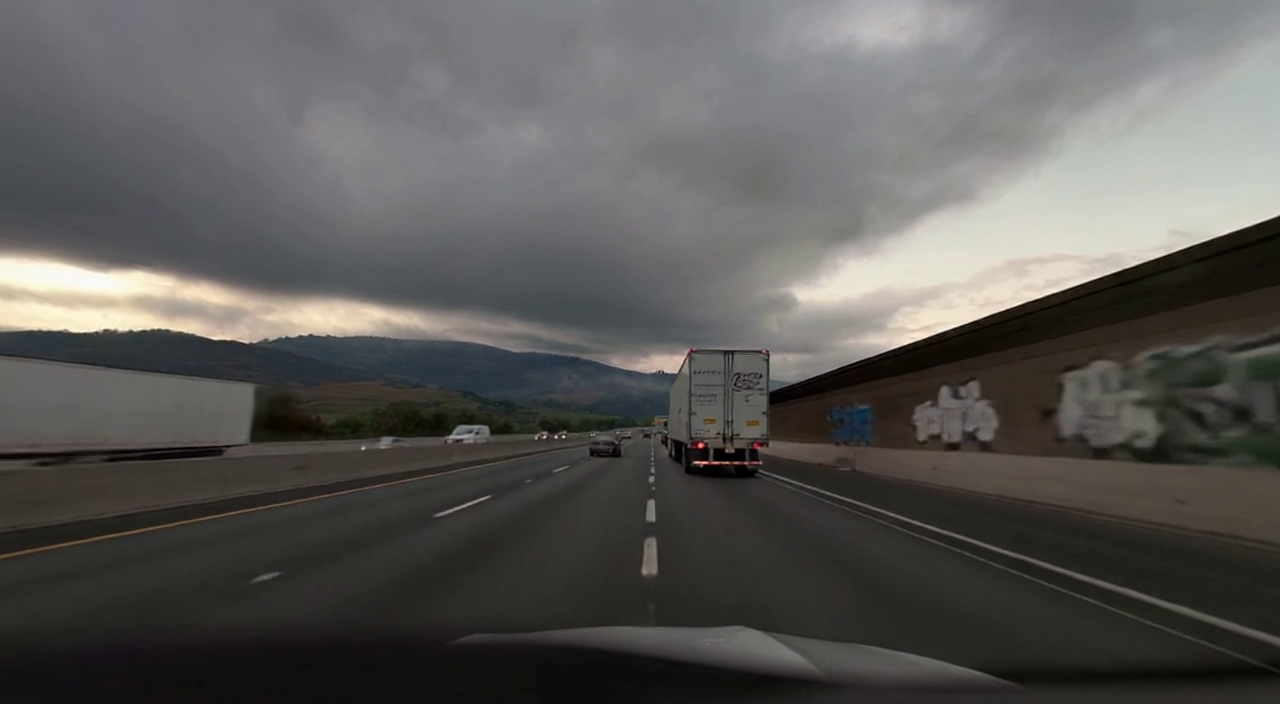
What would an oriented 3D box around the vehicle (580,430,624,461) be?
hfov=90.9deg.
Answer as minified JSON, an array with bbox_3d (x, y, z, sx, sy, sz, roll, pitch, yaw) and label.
[{"bbox_3d":[-1.939,4.948,33.551,1.982,1.535,4.519,0,-8,1],"label":"vehicle"}]

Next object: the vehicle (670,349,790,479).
[{"bbox_3d":[2.854,2.486,23.697,2.921,3.765,10.773,0,-8,0],"label":"vehicle"}]

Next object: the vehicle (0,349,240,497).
[{"bbox_3d":[-20.279,2.591,22.411,2.897,4.330,13.716,0,-8,1],"label":"vehicle"}]

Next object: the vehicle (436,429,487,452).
[{"bbox_3d":[-11.853,5.899,42.145,1.938,1.492,4.559,0,-8,2],"label":"vehicle"}]

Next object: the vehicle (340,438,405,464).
[{"bbox_3d":[-15.985,5.898,37.935,1.798,1.440,4.526,0,-8,1],"label":"vehicle"}]
